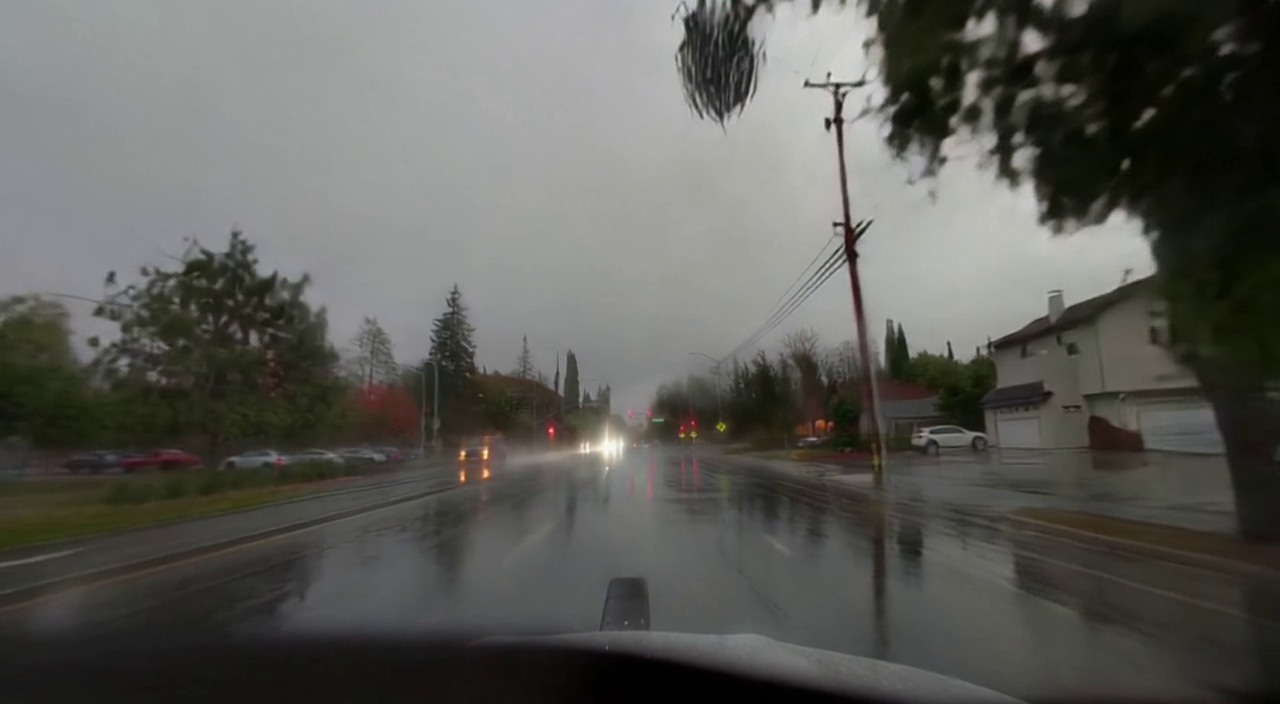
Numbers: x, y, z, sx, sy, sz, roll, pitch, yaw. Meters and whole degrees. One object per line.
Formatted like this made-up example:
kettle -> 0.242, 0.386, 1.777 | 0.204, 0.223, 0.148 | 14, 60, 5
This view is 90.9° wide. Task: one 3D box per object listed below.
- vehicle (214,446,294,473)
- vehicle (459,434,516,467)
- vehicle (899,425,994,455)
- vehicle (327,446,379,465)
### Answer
vehicle -> -22.116, 6.147, 36.168 | 3.459, 1.419, 1.631 | 0, -9, -2
vehicle -> -9.959, 6.515, 41.829 | 2.294, 1.975, 5.773 | 0, -8, 1
vehicle -> 18.506, 5.328, 38.206 | 4.591, 1.718, 2.107 | 0, -9, -2
vehicle -> -22.455, 8.096, 49.413 | 3.348, 1.380, 1.584 | 2, -8, -8
